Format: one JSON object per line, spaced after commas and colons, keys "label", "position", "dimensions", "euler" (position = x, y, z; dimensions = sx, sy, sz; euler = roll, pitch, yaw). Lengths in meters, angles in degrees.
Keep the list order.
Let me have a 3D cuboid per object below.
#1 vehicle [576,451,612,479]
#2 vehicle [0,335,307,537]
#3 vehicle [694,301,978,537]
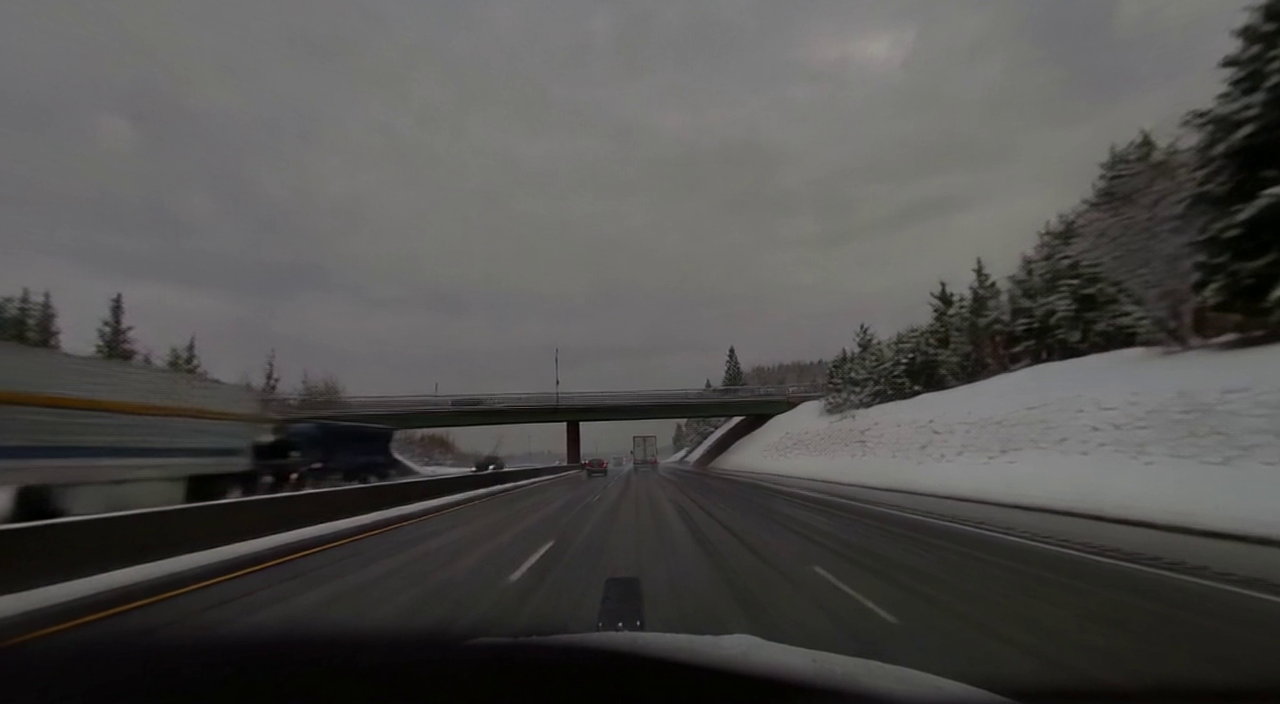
{"label": "vehicle", "position": [-2.869, 7.206, 40.393], "dimensions": [2.007, 1.647, 3.854], "euler": [0, -9, 1]}
{"label": "vehicle", "position": [-14.757, 2.326, 16.753], "dimensions": [2.885, 4.151, 16.611], "euler": [0, -9, 0]}
{"label": "vehicle", "position": [4.019, 2.379, 19.134], "dimensions": [3.131, 4.037, 16.729], "euler": [0, -9, -1]}
